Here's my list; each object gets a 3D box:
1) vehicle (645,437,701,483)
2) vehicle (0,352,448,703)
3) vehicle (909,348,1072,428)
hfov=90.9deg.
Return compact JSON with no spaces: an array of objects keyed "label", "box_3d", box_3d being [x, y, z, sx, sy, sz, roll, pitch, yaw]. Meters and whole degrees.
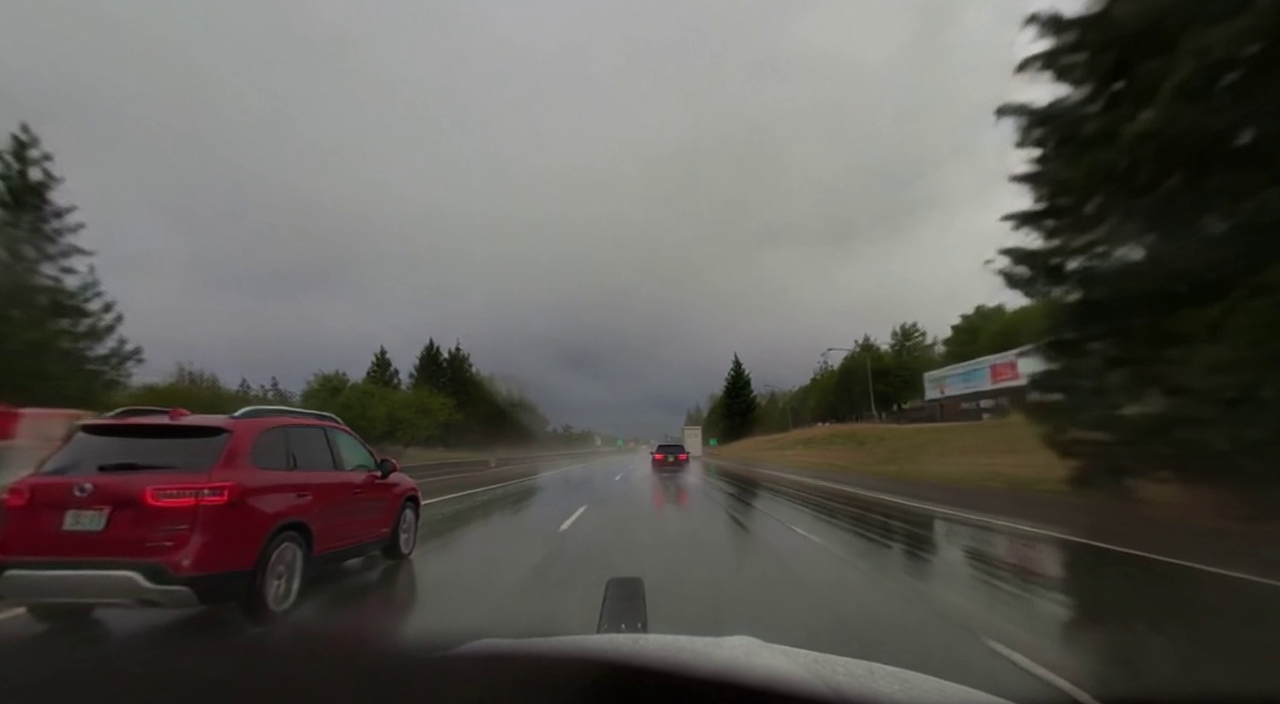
[{"label":"vehicle","box_3d":[1.256,4.390,25.867,2.087,1.682,4.388,0,-9,0]},{"label":"vehicle","box_3d":[-3.461,1.253,5.338,2.139,1.804,4.611,0,-9,1]},{"label":"vehicle","box_3d":[25.146,3.219,47.175,3.528,4.387,16.822,-1,-9,4]}]
